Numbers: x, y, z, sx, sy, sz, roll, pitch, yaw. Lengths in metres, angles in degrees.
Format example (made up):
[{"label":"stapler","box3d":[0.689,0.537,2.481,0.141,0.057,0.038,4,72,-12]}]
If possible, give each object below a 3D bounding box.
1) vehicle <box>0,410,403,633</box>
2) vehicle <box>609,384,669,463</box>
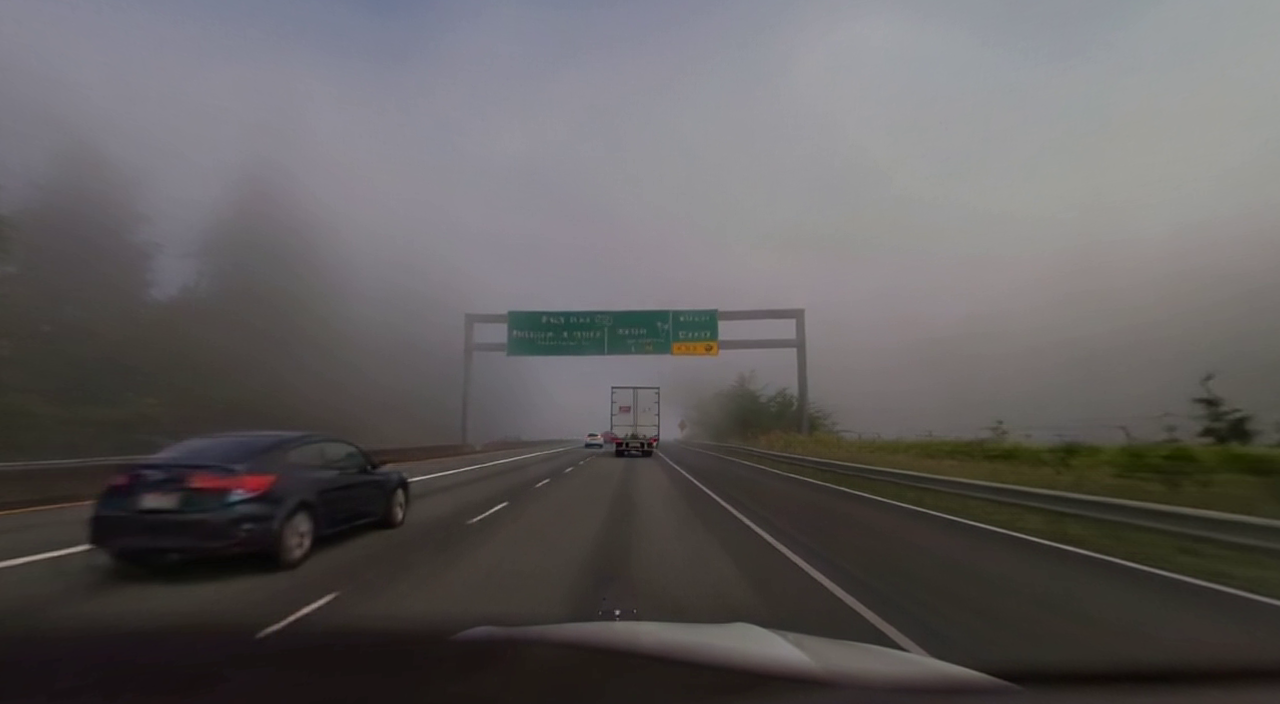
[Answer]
[{"label":"vehicle","box3d":[-4.119,1.415,6.317,1.931,1.479,4.083,0,-8,-1]},{"label":"vehicle","box3d":[-0.143,3.981,34.257,2.855,3.741,8.587,0,-8,-1]}]
